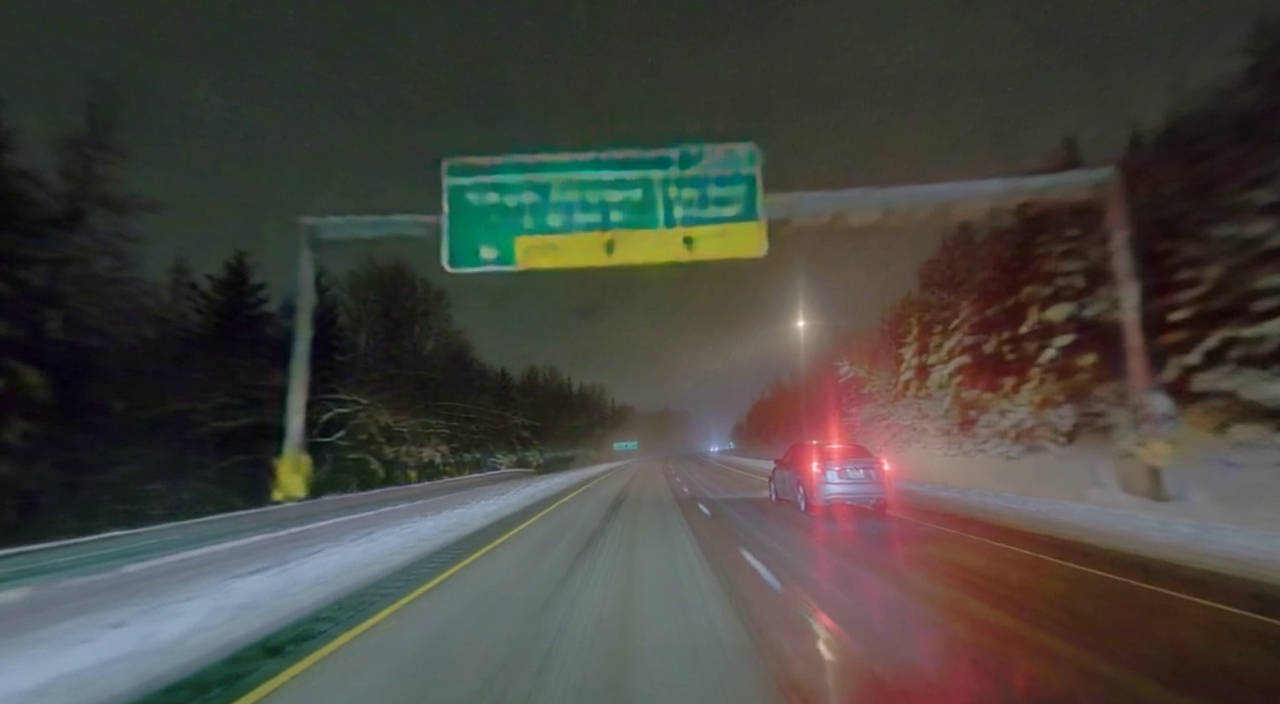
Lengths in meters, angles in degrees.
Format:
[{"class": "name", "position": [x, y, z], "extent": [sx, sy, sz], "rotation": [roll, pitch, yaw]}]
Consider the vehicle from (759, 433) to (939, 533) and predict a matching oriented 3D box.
[{"class": "vehicle", "position": [3.621, 2.336, 11.834], "extent": [1.997, 1.515, 4.025], "rotation": [0, -9, 0]}]
